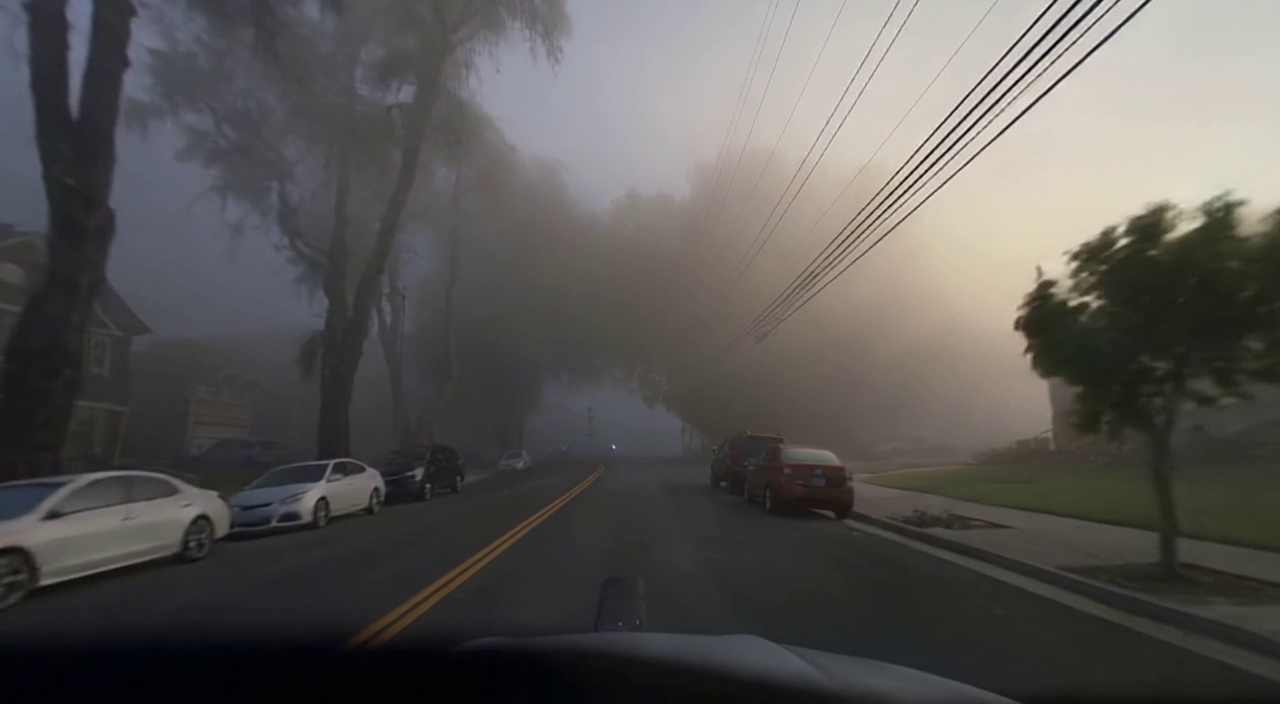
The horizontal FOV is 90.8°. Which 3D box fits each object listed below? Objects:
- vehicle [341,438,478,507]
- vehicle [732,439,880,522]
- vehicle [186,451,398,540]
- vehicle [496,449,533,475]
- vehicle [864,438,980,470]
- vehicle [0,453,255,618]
[{"bbox_3d":[-6.811,3.598,19.513,2.151,1.789,5.482,0,-8,0],"label":"vehicle"},{"bbox_3d":[3.293,2.622,13.483,1.869,1.453,4.237,0,-8,-2],"label":"vehicle"},{"bbox_3d":[-6.878,2.835,13.216,1.854,1.460,4.582,0,-8,0],"label":"vehicle"},{"bbox_3d":[-7.719,6.764,39.210,1.902,1.456,4.451,1,-9,-7],"label":"vehicle"},{"bbox_3d":[16.073,5.855,36.261,5.662,1.761,2.050,0,-8,0],"label":"vehicle"},{"bbox_3d":[-6.835,1.935,7.304,1.860,1.469,4.573,0,-8,0],"label":"vehicle"}]
